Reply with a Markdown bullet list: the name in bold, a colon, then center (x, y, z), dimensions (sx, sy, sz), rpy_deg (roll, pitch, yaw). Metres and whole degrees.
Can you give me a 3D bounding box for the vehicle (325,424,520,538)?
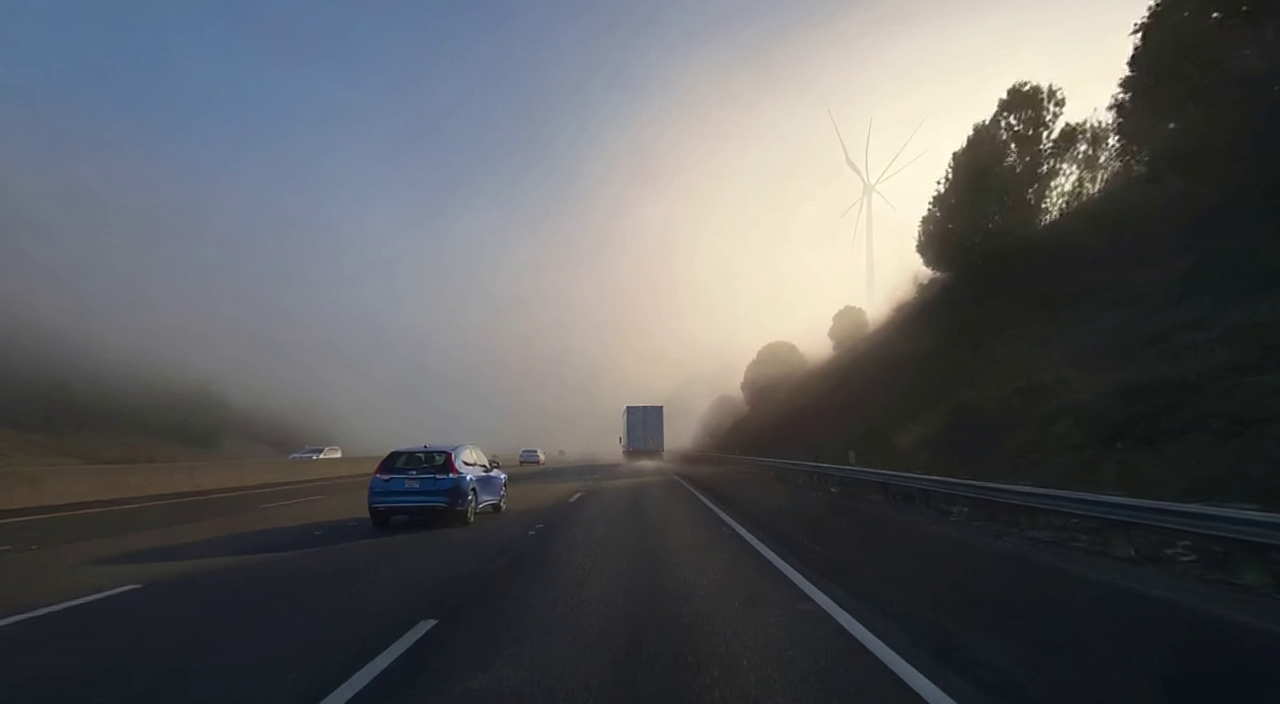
- **vehicle**: center (-3.617, 2.208, 11.318), dimensions (2.109, 1.684, 3.783), rpy_deg (0, -8, 0)
